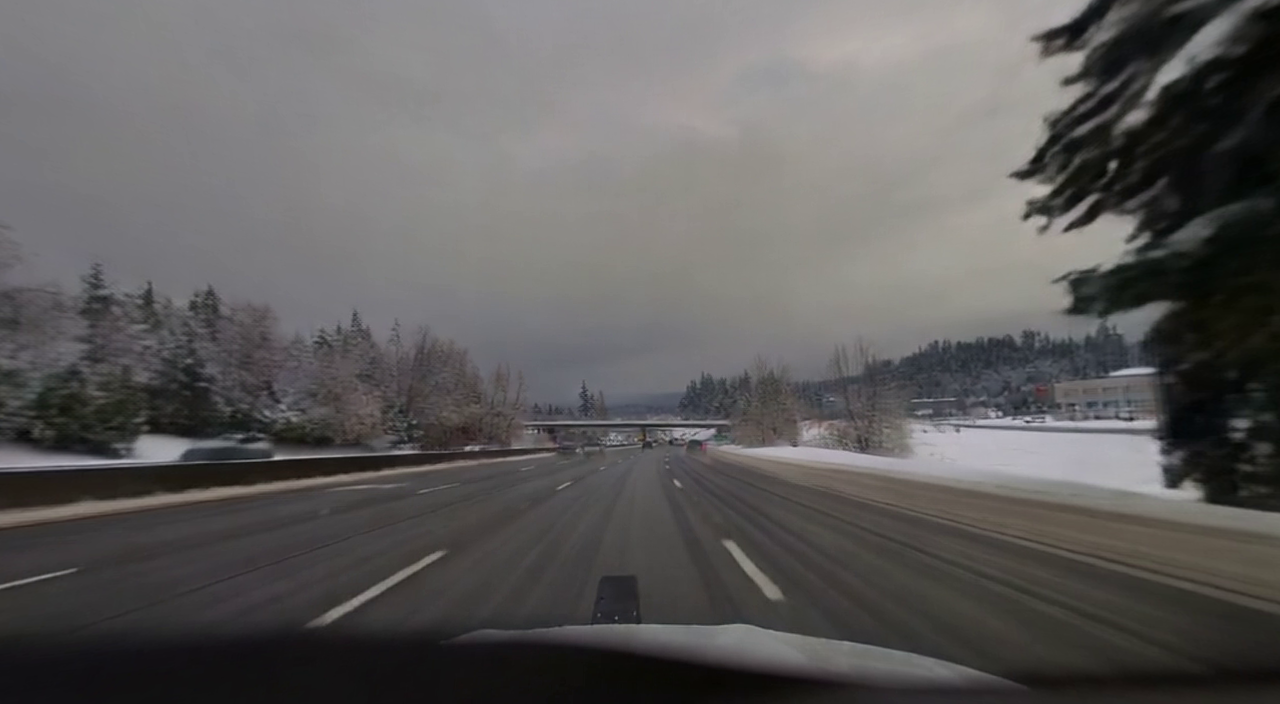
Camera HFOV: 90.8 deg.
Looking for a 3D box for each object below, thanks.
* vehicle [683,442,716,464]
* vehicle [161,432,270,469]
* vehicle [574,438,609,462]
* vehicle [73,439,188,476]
[{"bbox_3d":[4.133,7.114,44.733,1.967,1.475,4.080,0,-8,1],"label":"vehicle"},{"bbox_3d":[-30.394,7.104,45.622,2.759,2.434,6.983,0,-9,2],"label":"vehicle"},{"bbox_3d":[-3.568,7.320,47.227,2.179,1.693,4.204,0,-9,2],"label":"vehicle"},{"bbox_3d":[-27.294,5.667,34.110,2.025,1.831,4.851,0,-9,1],"label":"vehicle"}]
